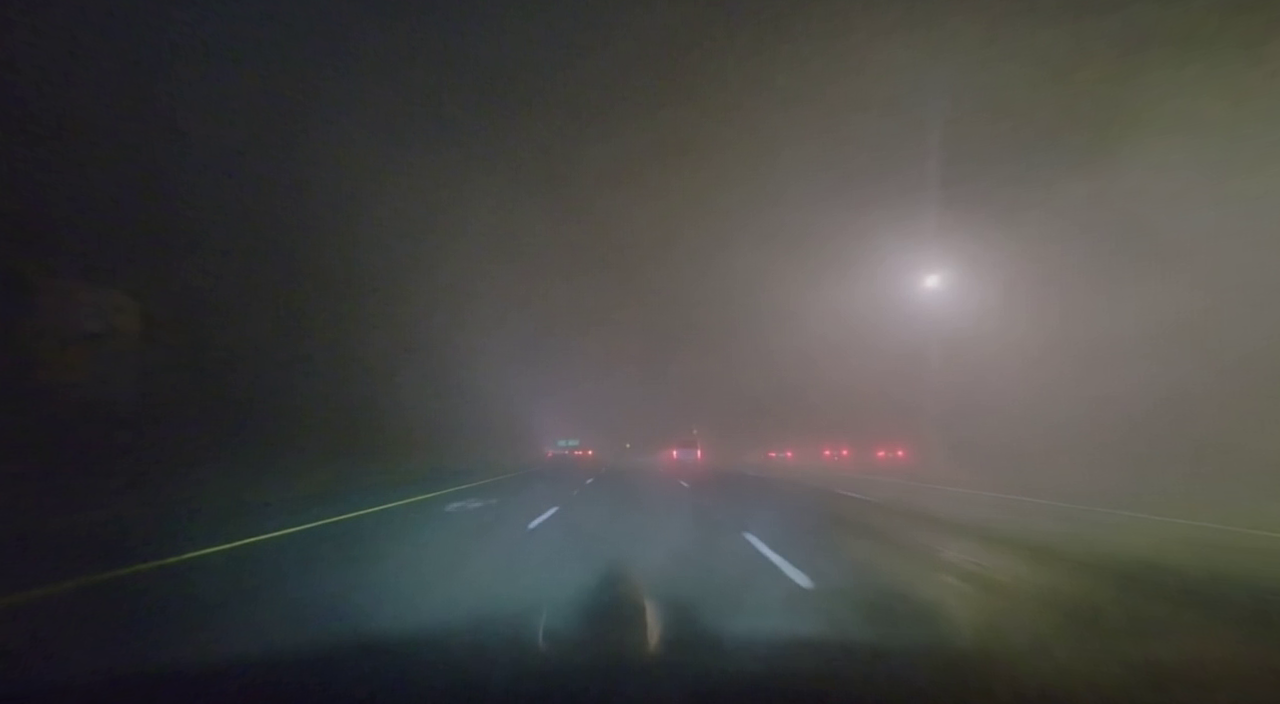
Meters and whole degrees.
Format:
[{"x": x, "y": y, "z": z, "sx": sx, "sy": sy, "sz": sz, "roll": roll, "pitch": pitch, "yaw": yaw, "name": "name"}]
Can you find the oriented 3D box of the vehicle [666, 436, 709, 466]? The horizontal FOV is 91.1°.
[{"x": 3.104, "y": 6.538, "z": 41.775, "sx": 2.233, "sy": 1.861, "sz": 4.494, "roll": 1, "pitch": -8, "yaw": -3, "name": "vehicle"}]
